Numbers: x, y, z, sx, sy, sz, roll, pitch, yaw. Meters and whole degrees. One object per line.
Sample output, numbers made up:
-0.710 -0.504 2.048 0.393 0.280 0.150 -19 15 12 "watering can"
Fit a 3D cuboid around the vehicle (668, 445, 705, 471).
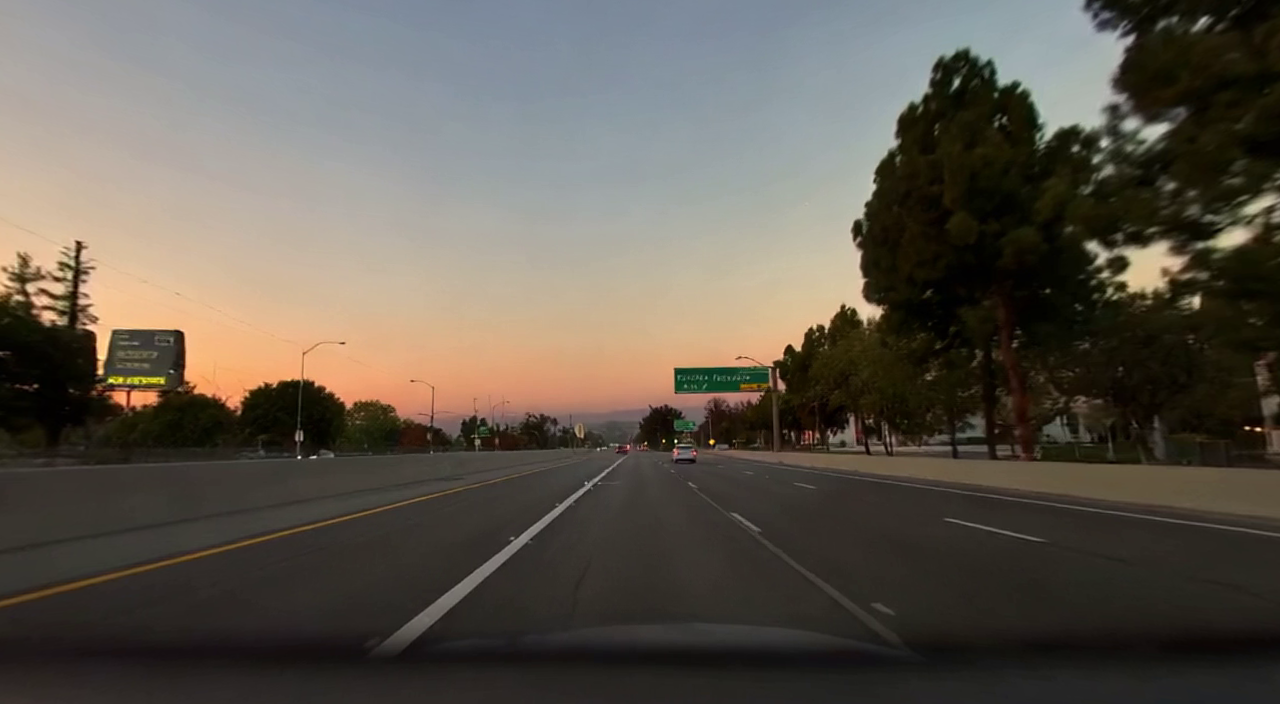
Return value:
3.195 7.395 44.220 2.083 1.643 4.565 1 -8 -2 "vehicle"
